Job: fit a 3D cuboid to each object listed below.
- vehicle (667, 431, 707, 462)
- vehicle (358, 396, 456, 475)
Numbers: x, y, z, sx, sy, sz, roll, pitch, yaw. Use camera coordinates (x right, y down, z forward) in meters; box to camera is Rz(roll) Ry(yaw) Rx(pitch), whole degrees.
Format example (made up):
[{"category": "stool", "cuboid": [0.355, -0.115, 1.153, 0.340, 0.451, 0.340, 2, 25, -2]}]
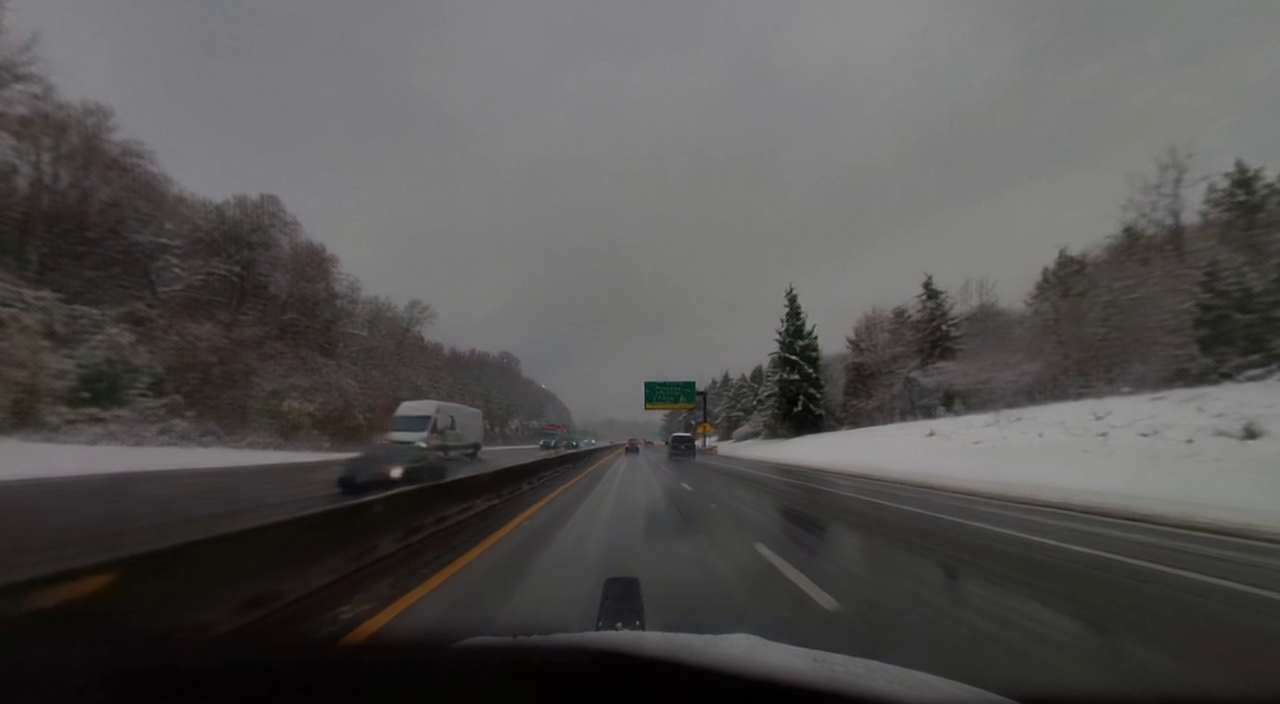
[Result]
[{"category": "vehicle", "cuboid": [3.276, 6.719, 45.034, 2.393, 2.072, 4.958, 0, -8, -1]}, {"category": "vehicle", "cuboid": [-12.524, 4.602, 34.518, 2.981, 3.904, 6.030, 1, -8, 0]}]
